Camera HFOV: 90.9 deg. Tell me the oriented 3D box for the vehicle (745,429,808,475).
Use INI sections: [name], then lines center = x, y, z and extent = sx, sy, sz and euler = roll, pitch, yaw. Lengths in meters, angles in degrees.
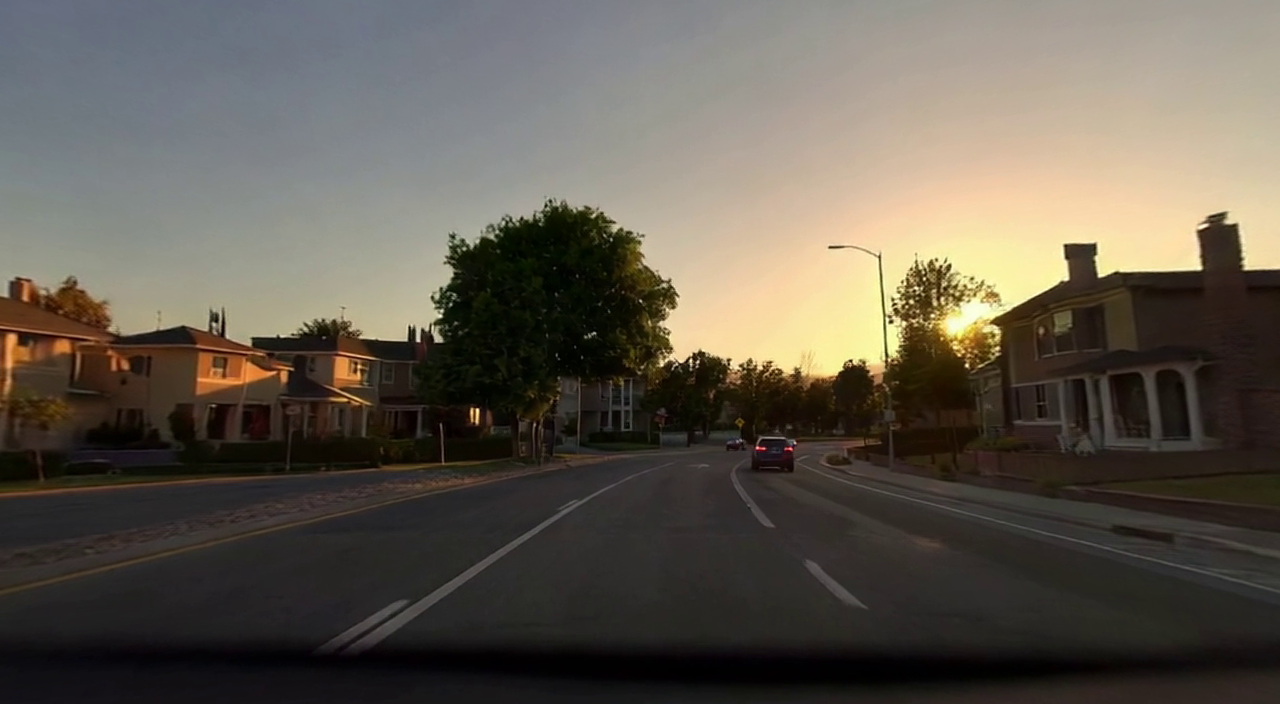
[vehicle]
center = 5.855, 4.348, 27.640
extent = 2.141, 1.833, 4.704
euler = -1, -8, 6
